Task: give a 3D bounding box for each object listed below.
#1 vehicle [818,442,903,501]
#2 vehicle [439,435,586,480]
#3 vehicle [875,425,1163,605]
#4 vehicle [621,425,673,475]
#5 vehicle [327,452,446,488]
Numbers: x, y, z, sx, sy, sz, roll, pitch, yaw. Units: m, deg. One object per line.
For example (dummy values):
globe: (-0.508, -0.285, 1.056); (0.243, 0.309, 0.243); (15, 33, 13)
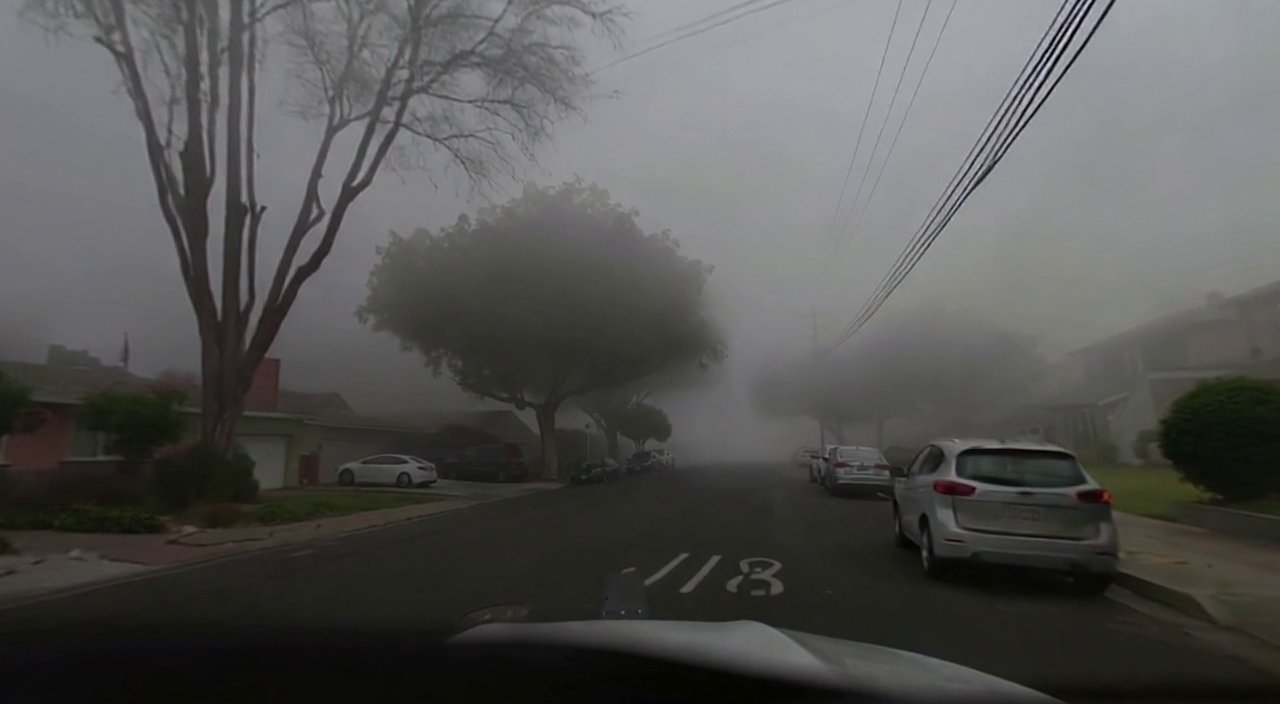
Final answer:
vehicle: (6.170, 3.339, 18.071); (1.845, 1.453, 3.792); (-2, -9, 13)
vehicle: (-6.072, 5.038, 30.520); (6.488, 2.009, 2.354); (-2, -9, 12)
vehicle: (4.008, 1.701, 7.371); (1.908, 1.572, 3.105); (-2, -9, 13)
vehicle: (0.548, 6.153, 39.930); (2.199, 2.902, 5.848); (-2, -9, 12)
vehicle: (-10.913, 5.060, 27.320); (4.481, 1.420, 1.712); (-1, -9, 9)
